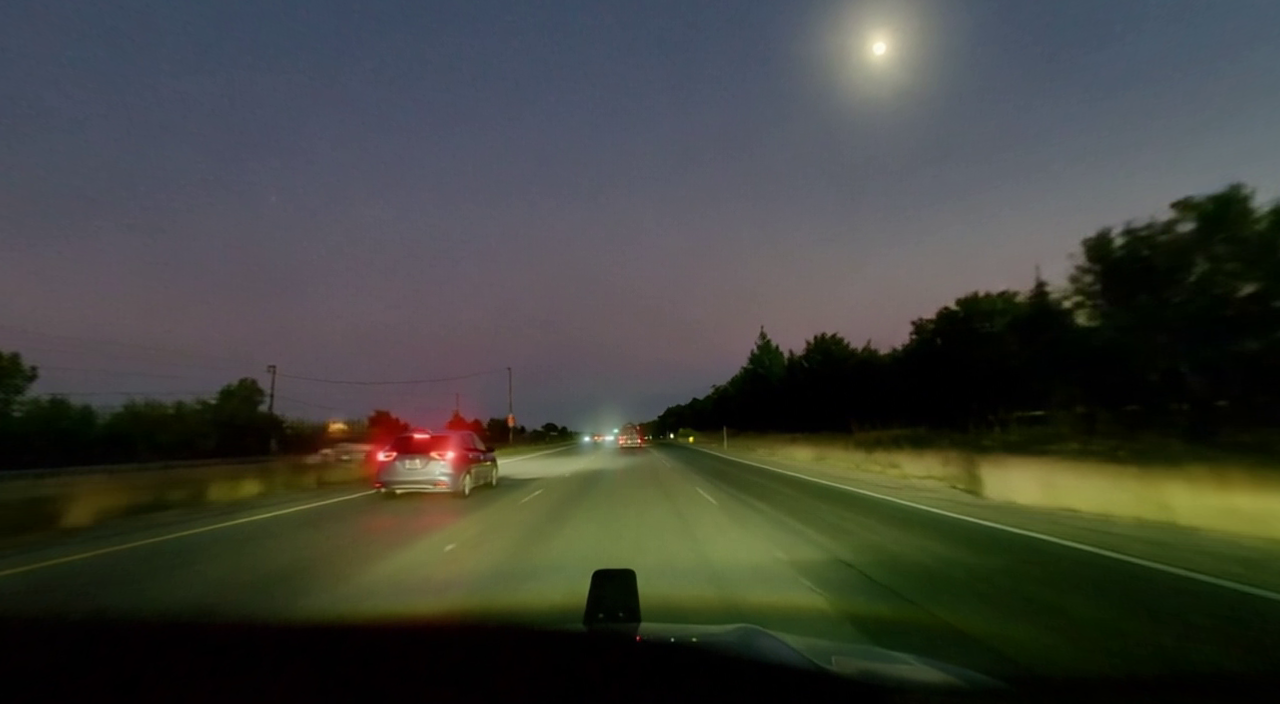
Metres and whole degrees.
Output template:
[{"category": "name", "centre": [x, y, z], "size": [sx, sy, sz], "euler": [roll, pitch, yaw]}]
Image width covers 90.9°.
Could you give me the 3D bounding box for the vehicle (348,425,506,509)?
[{"category": "vehicle", "centre": [-4.251, 2.338, 13.384], "size": [1.931, 1.483, 4.105], "euler": [0, -8, 0]}]

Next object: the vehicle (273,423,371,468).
[{"category": "vehicle", "centre": [-12.856, 3.788, 25.797], "size": [1.893, 1.689, 4.182], "euler": [0, -8, -1]}]

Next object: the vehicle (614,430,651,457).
[{"category": "vehicle", "centre": [-0.485, 5.782, 39.906], "size": [2.162, 1.616, 4.242], "euler": [0, -8, -1]}]
